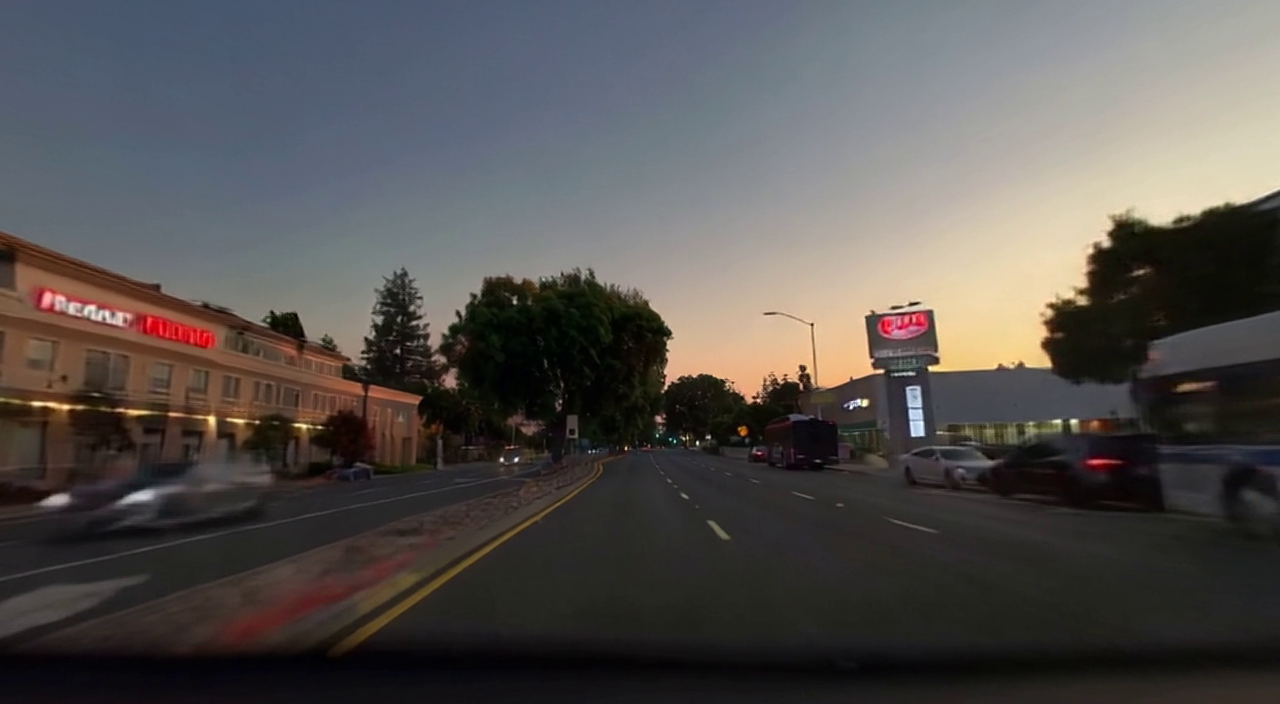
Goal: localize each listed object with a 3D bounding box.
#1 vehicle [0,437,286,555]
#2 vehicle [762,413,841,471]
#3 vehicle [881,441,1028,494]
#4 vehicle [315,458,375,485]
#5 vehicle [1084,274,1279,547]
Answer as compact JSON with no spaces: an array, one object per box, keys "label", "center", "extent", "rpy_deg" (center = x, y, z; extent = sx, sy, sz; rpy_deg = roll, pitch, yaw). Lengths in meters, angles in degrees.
[{"label":"vehicle","center":[-8.873,2.418,11.506],"extent":[1.939,1.643,4.975],"rpy_deg":[0,-8,0]},{"label":"vehicle","center":[9.792,5.619,39.184],"extent":[2.923,3.249,6.993],"rpy_deg":[0,-8,0]},{"label":"vehicle","center":[10.021,3.692,20.718],"extent":[2.023,1.494,5.029],"rpy_deg":[0,-8,-3]},{"label":"vehicle","center":[-19.552,7.927,42.138],"extent":[1.984,1.578,4.507],"rpy_deg":[-1,-8,-2]},{"label":"vehicle","center":[9.966,0.697,7.857],"extent":[2.897,3.584,7.857],"rpy_deg":[0,-9,-2]}]
